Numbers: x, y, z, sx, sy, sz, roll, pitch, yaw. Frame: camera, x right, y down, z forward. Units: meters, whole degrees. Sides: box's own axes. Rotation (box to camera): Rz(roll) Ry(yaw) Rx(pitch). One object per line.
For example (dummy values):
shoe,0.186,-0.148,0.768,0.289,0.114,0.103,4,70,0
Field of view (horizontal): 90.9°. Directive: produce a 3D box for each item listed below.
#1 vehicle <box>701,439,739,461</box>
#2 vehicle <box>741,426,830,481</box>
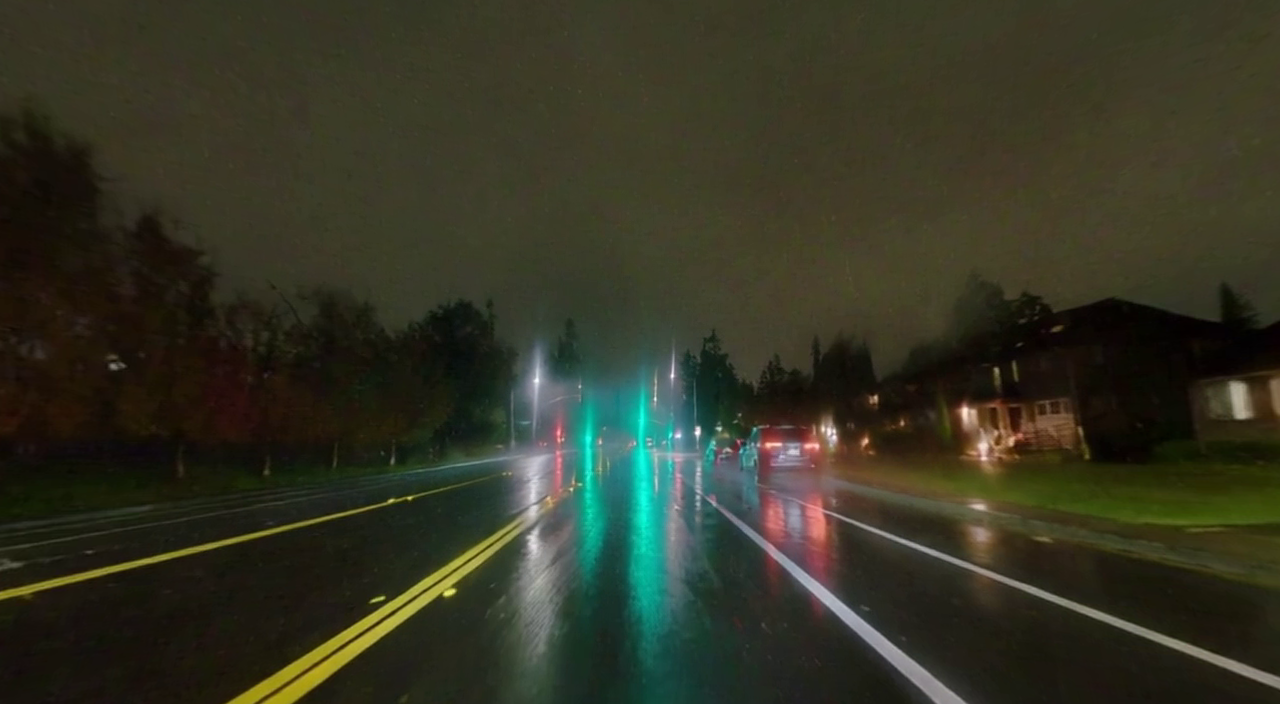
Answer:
vehicle,5.588,6.952,44.673,1.935,1.453,4.488,0,-8,-3
vehicle,5.223,3.728,23.401,2.160,1.800,4.646,0,-8,0
